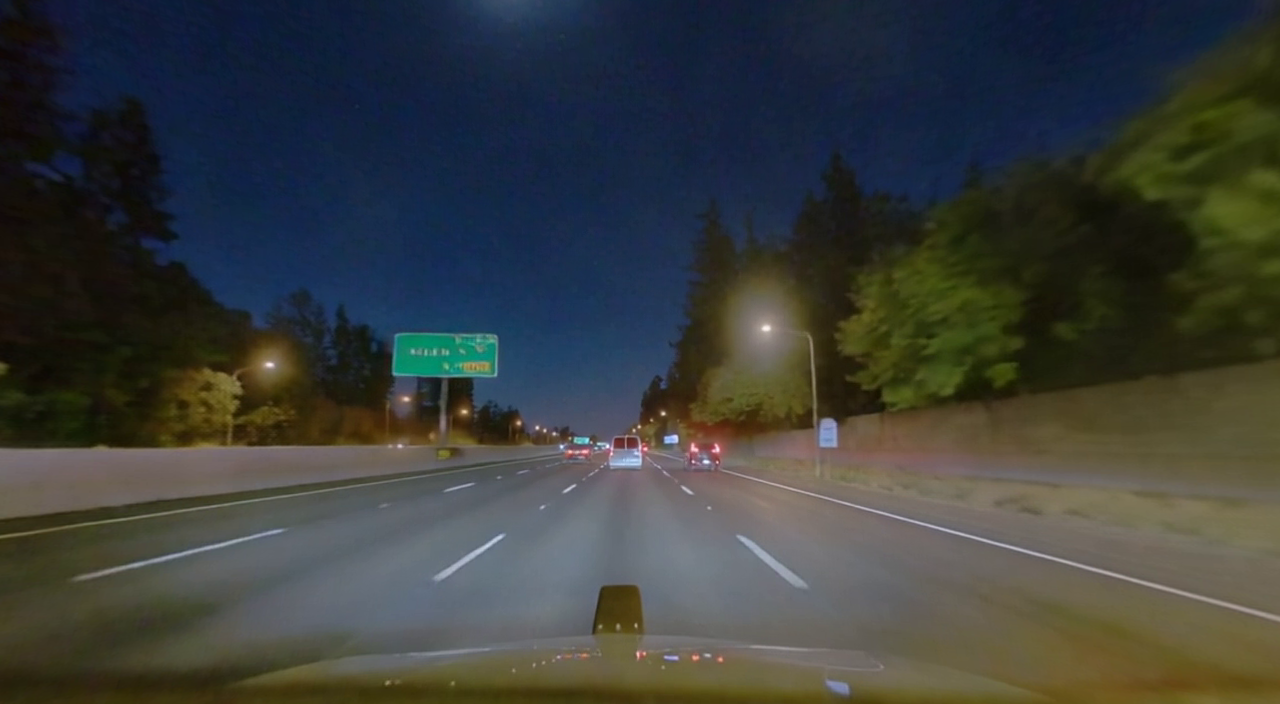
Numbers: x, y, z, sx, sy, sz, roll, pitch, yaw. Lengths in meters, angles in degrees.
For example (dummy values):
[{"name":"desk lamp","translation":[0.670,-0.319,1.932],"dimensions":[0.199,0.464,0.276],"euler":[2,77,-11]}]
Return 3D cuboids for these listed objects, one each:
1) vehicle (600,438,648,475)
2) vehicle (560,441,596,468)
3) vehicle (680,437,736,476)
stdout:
[{"name":"vehicle","translation":[-0.798,5.377,32.759],"dimensions":[2.297,1.783,4.355],"euler":[0,-8,-1]},{"name":"vehicle","translation":[-4.163,6.957,43.164],"dimensions":[2.023,1.709,4.263],"euler":[0,-8,0]},{"name":"vehicle","translation":[3.230,5.113,31.073],"dimensions":[2.160,1.759,4.214],"euler":[0,-8,-2]}]
